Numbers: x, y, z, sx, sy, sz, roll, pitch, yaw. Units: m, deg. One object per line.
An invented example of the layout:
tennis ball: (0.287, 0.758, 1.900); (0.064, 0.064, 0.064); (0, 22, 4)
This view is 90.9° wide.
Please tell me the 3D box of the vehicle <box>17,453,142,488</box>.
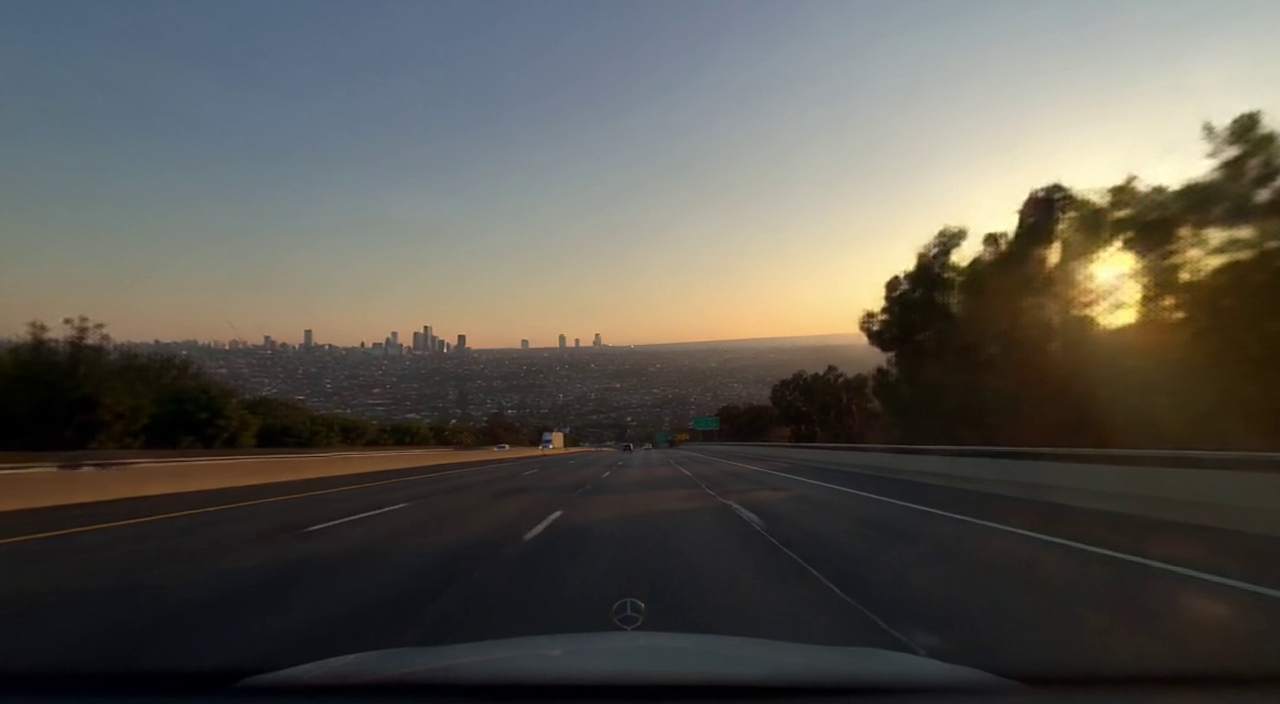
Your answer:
vehicle: (-26.874, 5.677, 30.495); (1.902, 1.459, 4.495); (0, -8, 0)
